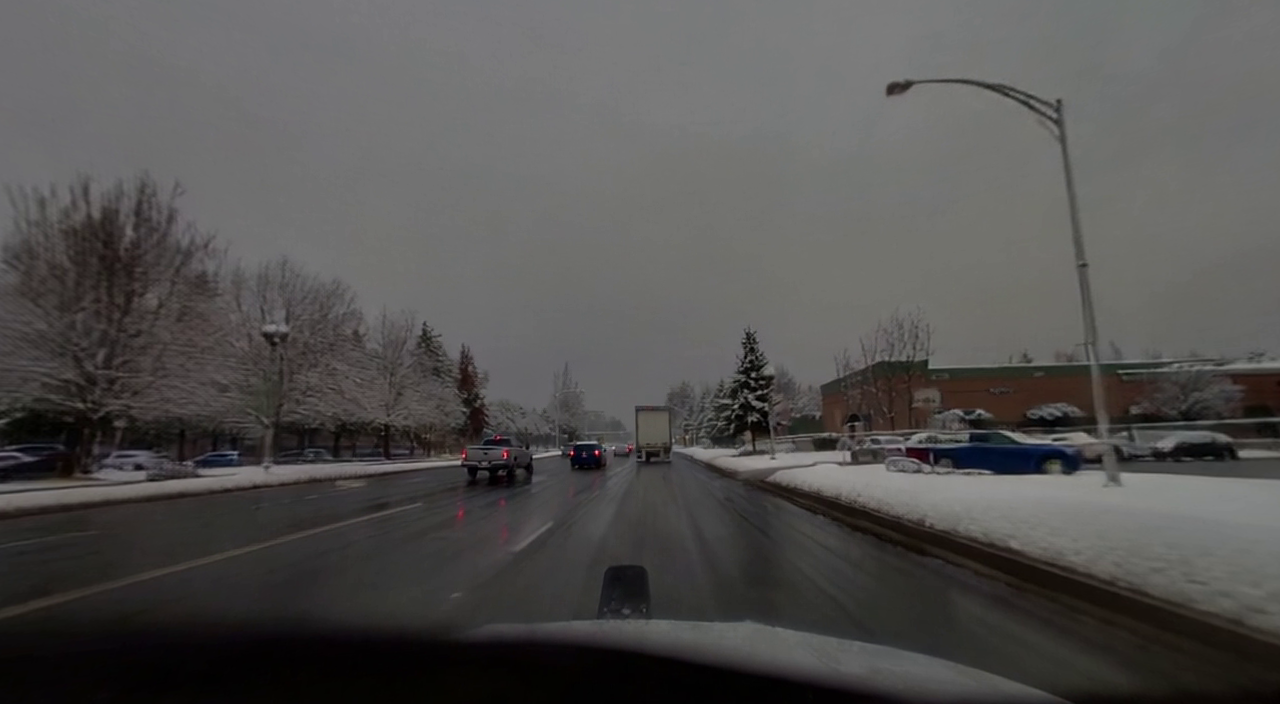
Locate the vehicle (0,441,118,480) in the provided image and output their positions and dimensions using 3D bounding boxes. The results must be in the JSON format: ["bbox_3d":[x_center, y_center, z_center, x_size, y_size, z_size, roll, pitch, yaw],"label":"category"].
[{"bbox_3d":[-34.125,6.213,36.198,6.188,2.110,2.333,-1,-9,3],"label":"vehicle"}]

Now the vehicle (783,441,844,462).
[{"bbox_3d":[12.928,7.434,47.116,4.031,1.468,1.738,0,-8,0],"label":"vehicle"}]

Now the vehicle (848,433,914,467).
[{"bbox_3d":[12.616,5.163,33.310,1.880,1.642,4.523,0,-8,2],"label":"vehicle"}]

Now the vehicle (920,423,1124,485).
[{"bbox_3d":[10.443,2.819,17.493,4.346,1.595,1.964,0,-9,0],"label":"vehicle"}]

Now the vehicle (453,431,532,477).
[{"bbox_3d":[-6.597,4.634,28.898,2.149,1.893,5.187,-1,-8,2],"label":"vehicle"}]

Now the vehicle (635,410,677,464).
[{"bbox_3d":[1.135,6.494,47.798,2.905,3.644,8.441,0,-8,1],"label":"vehicle"}]

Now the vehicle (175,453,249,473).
[{"bbox_3d":[-33.627,8.726,49.587,4.409,1.480,2.092,-1,-9,3],"label":"vehicle"}]

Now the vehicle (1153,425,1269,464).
[{"bbox_3d":[29.009,4.741,32.235,1.993,1.847,4.222,0,-8,1],"label":"vehicle"}]

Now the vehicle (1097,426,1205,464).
[{"bbox_3d":[26.127,4.805,32.434,1.983,1.815,4.297,0,-8,2],"label":"vehicle"}]

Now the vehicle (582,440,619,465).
[{"bbox_3d":[-2.709,7.018,44.178,2.114,1.663,4.381,0,-8,2],"label":"vehicle"}]
